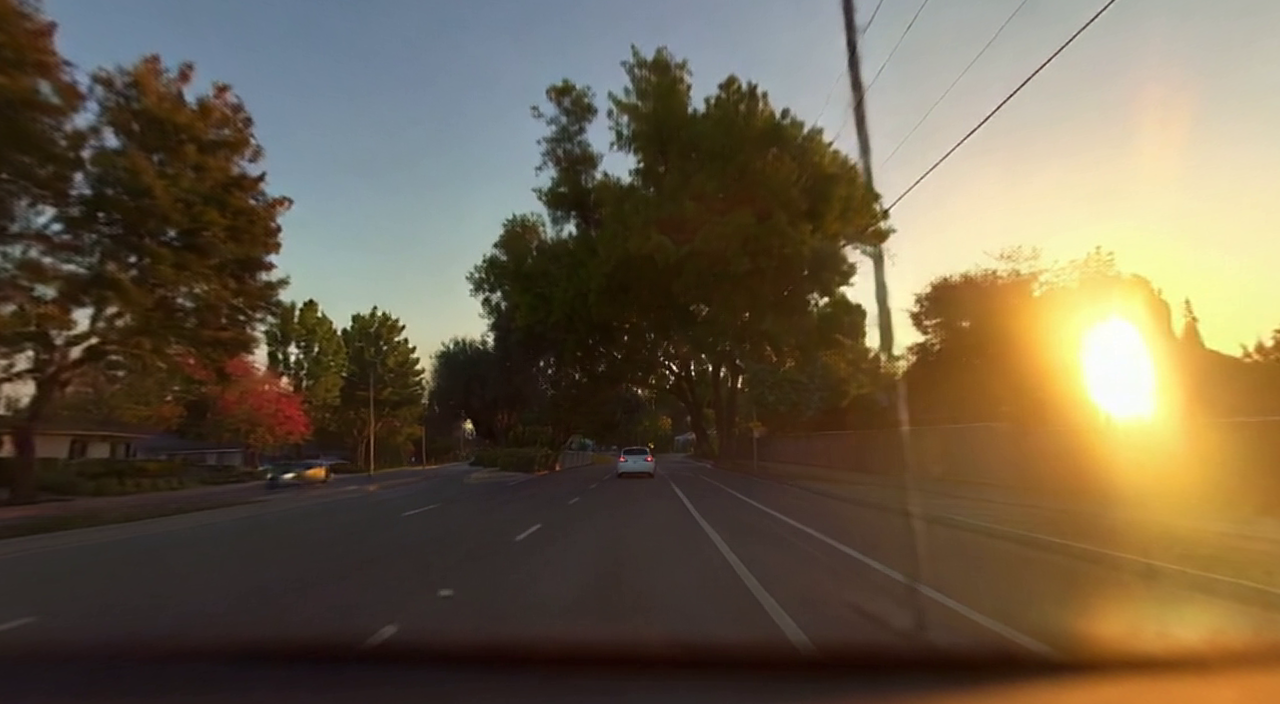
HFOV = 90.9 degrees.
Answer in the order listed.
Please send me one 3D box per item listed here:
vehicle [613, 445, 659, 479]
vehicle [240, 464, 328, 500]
[{"bbox_3d":[-0.153,5.056,29.314,2.009,1.456,4.003,0,-8,1],"label":"vehicle"},{"bbox_3d":[-17.147,6.264,30.617,1.824,1.471,4.117,0,-8,0],"label":"vehicle"}]
